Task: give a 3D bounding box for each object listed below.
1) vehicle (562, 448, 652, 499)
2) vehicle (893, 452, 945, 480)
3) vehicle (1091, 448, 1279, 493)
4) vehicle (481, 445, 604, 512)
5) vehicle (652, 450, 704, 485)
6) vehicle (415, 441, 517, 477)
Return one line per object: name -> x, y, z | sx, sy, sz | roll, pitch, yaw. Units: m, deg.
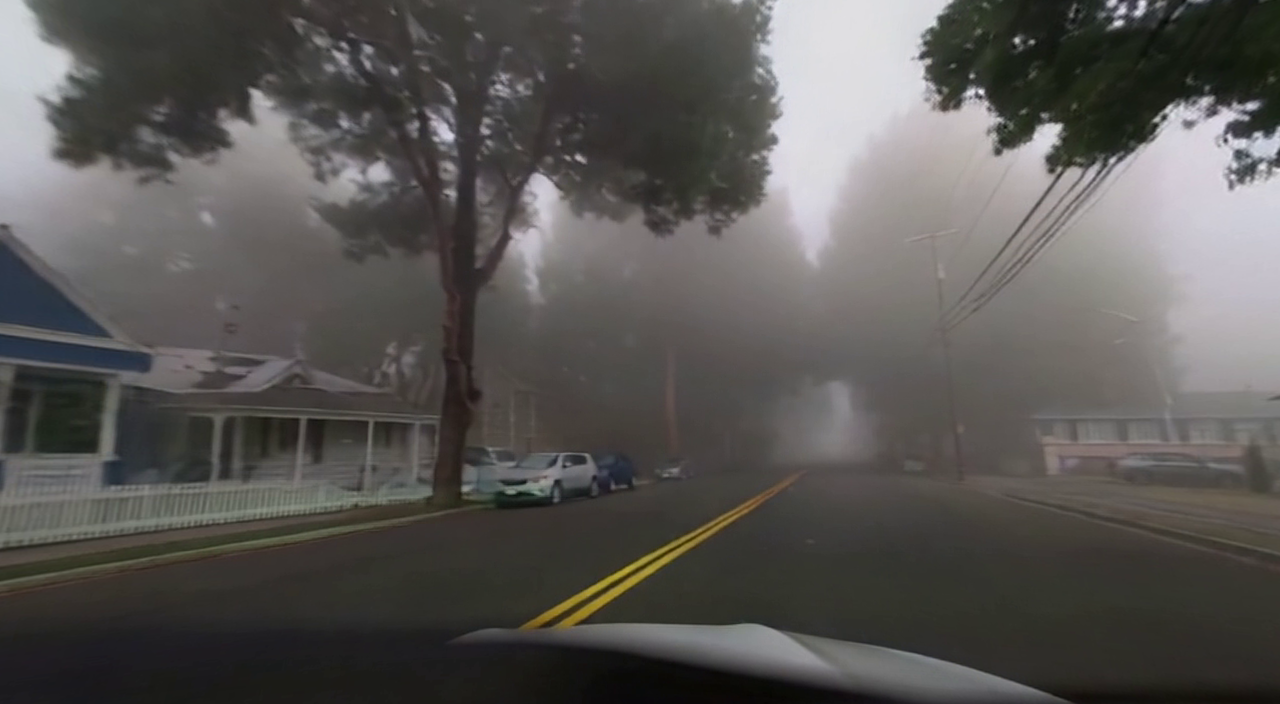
vehicle -> -1.156, 4.625, 24.544 | 1.913, 1.723, 4.318 | -3, -9, 20
vehicle -> 16.789, 6.861, 38.194 | 2.052, 1.476, 4.438 | -4, -9, 14
vehicle -> 19.777, 4.272, 23.193 | 4.716, 1.480, 2.023 | -3, -9, 19
vehicle -> -2.840, 3.813, 19.657 | 1.975, 1.775, 4.509 | -2, -9, 17
vehicle -> 2.203, 6.403, 35.473 | 1.970, 1.785, 4.274 | -2, -9, 16
vehicle -> -8.785, 5.410, 32.103 | 4.492, 1.725, 2.033 | -2, -9, 14
